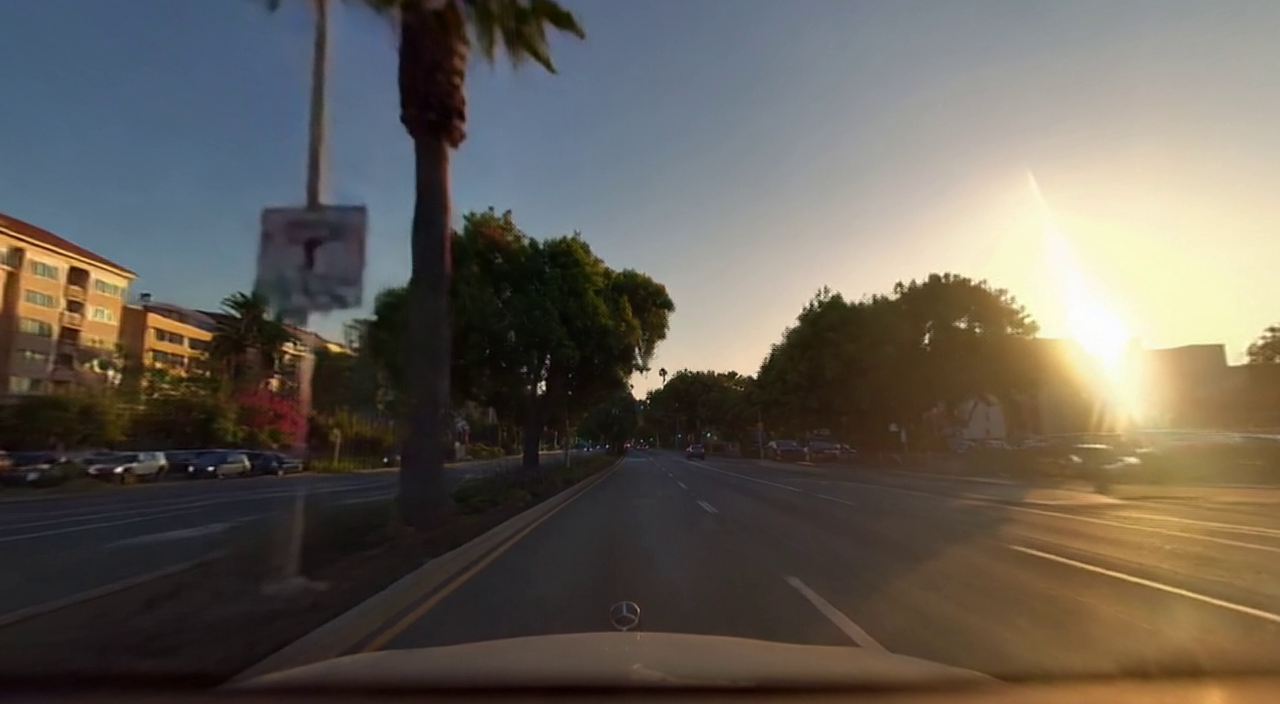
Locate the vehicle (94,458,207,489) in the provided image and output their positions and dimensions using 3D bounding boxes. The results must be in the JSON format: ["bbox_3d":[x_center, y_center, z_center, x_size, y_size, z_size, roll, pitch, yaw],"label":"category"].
[{"bbox_3d":[-25.652,6.386,33.228,1.970,1.446,4.674,-3,-10,4],"label":"vehicle"}]

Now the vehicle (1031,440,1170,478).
[{"bbox_3d":[20.291,4.732,27.854,4.472,1.521,2.090,-1,-10,-2],"label":"vehicle"}]

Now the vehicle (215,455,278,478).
[{"bbox_3d":[-29.085,8.441,46.643,1.883,1.575,4.314,-1,-10,-1],"label":"vehicle"}]

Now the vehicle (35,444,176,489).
[{"bbox_3d":[-28.489,6.084,33.964,2.333,2.153,6.030,0,-9,-1],"label":"vehicle"}]

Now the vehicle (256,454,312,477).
[{"bbox_3d":[-26.570,8.458,47.114,1.914,1.581,4.486,-1,-10,-5],"label":"vehicle"}]
